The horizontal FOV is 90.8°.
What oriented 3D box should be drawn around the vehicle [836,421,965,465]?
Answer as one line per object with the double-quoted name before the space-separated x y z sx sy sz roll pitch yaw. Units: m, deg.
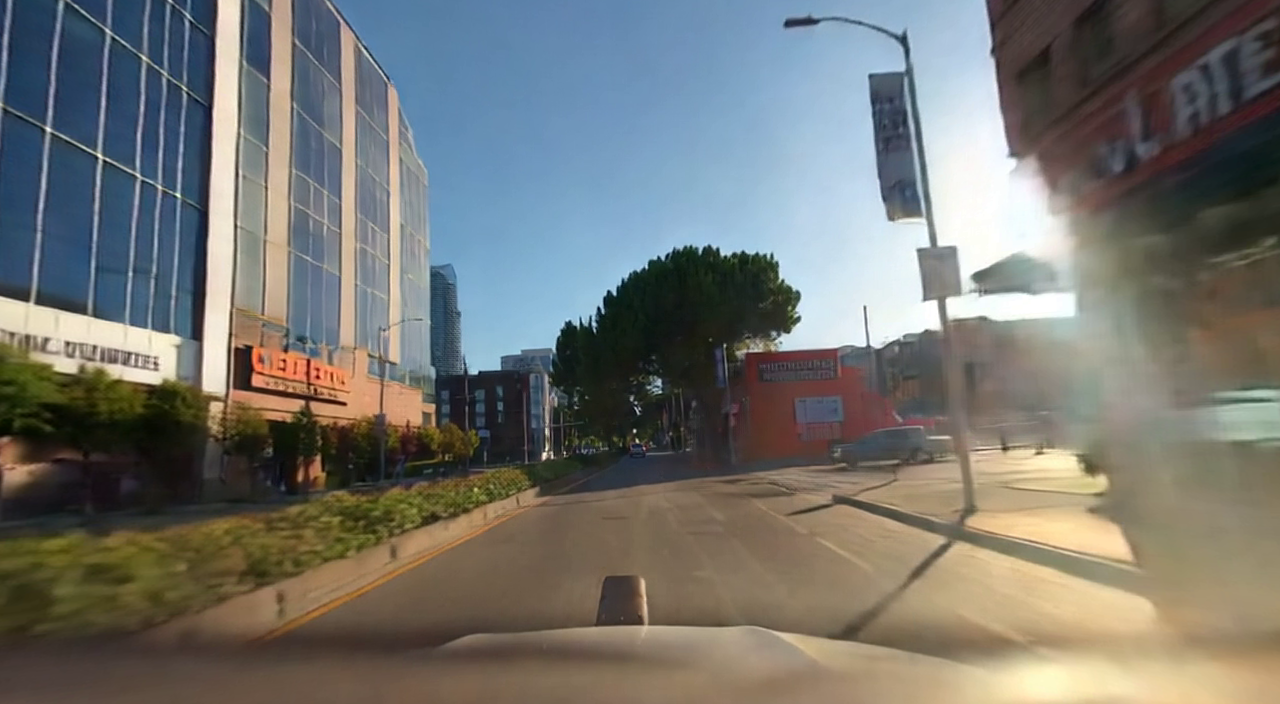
"vehicle" 11.267 4.017 27.682 4.694 1.826 2.226 -1 -9 8
